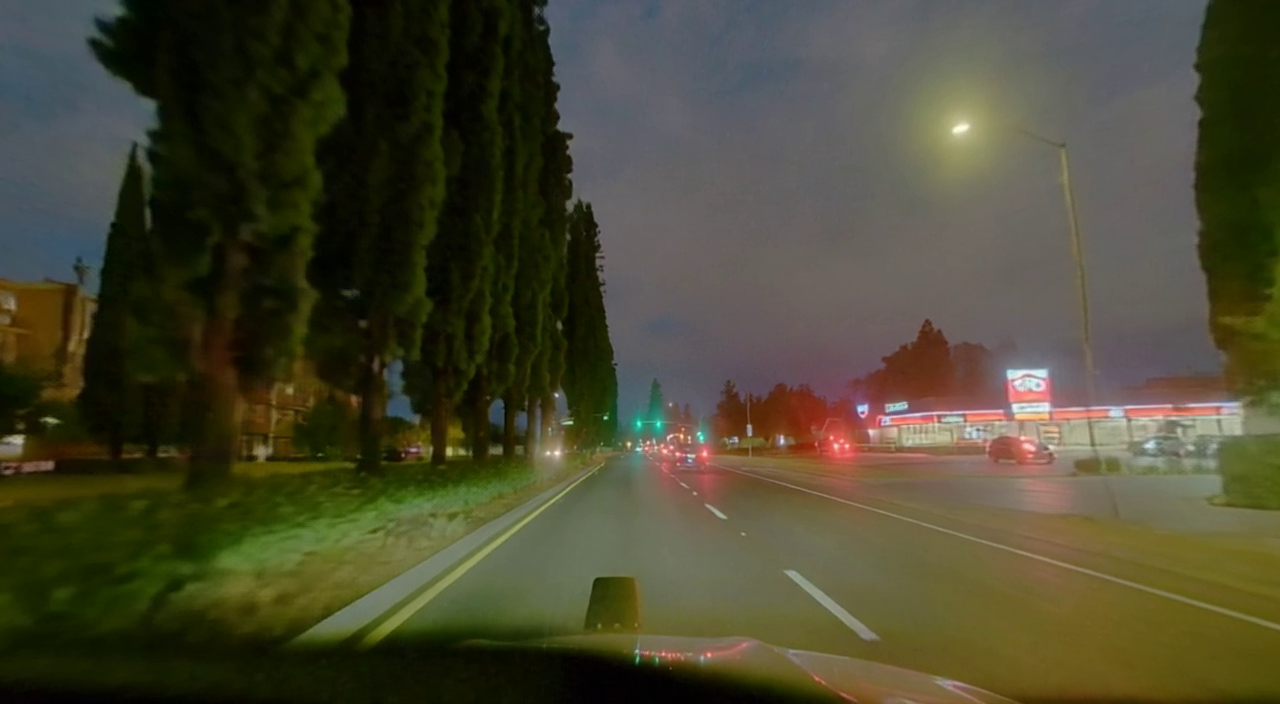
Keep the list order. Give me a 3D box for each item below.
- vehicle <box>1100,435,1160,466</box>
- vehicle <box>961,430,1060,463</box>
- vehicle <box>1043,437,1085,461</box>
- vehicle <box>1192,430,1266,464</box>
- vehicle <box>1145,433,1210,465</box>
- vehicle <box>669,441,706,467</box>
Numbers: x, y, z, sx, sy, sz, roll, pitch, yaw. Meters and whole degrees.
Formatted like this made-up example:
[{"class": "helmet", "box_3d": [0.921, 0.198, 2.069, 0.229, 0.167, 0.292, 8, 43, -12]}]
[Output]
[{"class": "vehicle", "box_3d": [31.716, 6.369, 41.044, 2.269, 1.862, 4.495, -3, -9, 28]}, {"class": "vehicle", "box_3d": [20.606, 5.244, 35.225, 4.210, 1.727, 2.227, 2, -7, -8]}, {"class": "vehicle", "box_3d": [31.121, 7.093, 46.501, 2.064, 1.654, 4.271, -4, -9, 28]}, {"class": "vehicle", "box_3d": [36.758, 5.920, 39.582, 2.160, 1.948, 4.256, -3, -8, 27]}, {"class": "vehicle", "box_3d": [34.062, 6.121, 40.162, 2.181, 1.901, 4.222, -4, -9, 28]}, {"class": "vehicle", "box_3d": [3.136, 6.790, 42.309, 2.041, 1.531, 4.236, 1, -7, -1]}]
